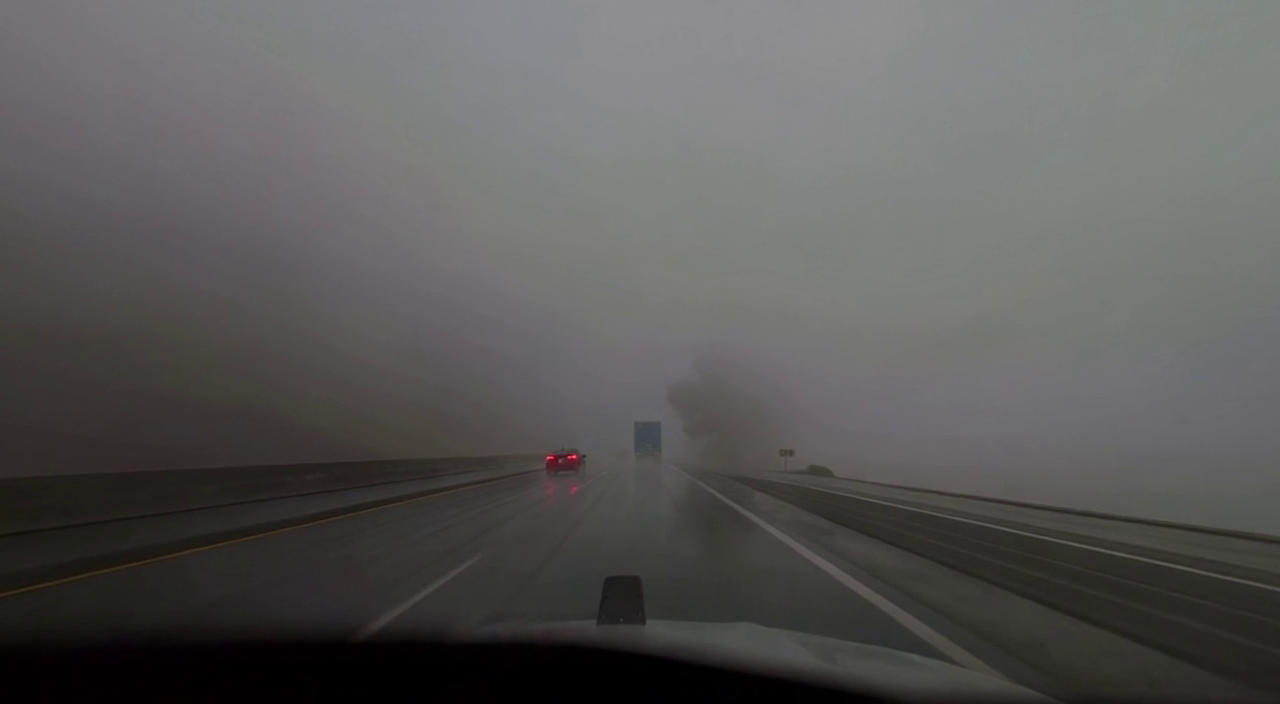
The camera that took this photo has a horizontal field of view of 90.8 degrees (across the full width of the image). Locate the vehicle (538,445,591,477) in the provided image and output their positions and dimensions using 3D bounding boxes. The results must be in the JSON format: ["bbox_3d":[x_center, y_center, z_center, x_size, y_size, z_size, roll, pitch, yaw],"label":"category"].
[{"bbox_3d":[-3.824,5.642,32.869,1.999,1.533,4.870,-1,-9,2],"label":"vehicle"}]
